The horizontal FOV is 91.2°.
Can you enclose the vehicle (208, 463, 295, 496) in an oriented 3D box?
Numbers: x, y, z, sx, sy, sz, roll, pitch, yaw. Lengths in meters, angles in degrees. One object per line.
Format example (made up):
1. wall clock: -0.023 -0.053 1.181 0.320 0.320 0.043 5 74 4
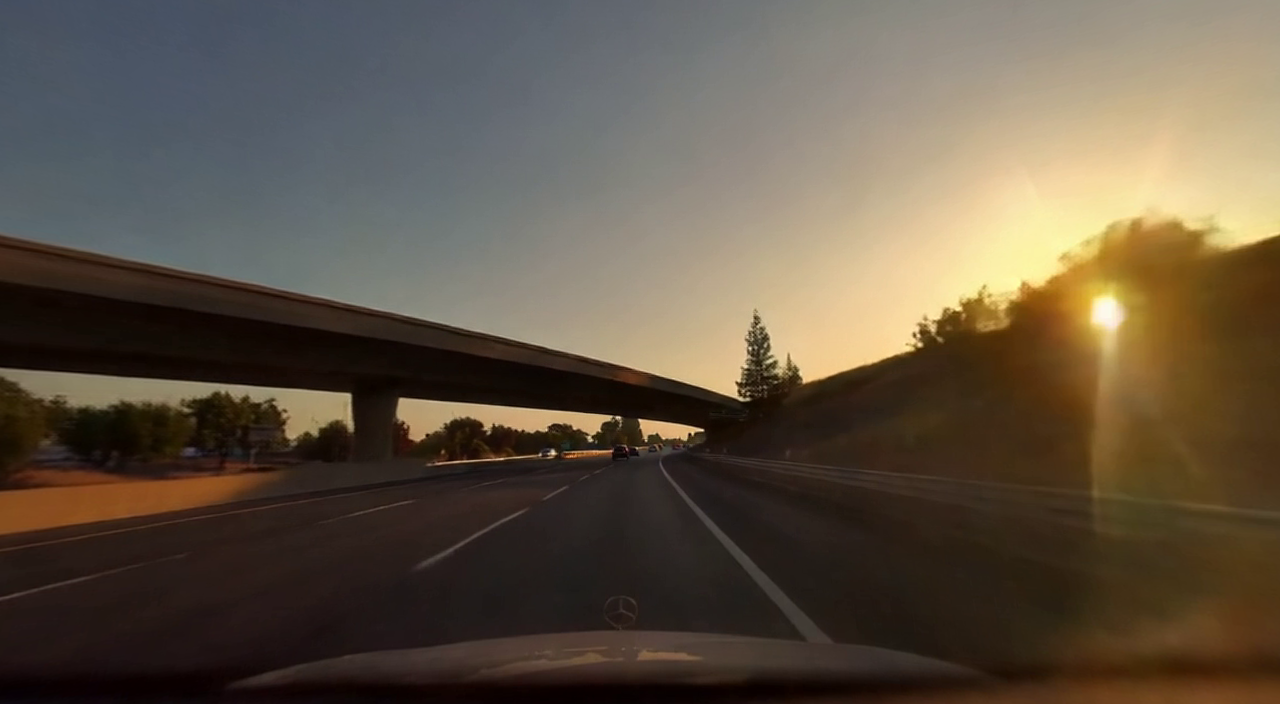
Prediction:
1. vehicle: -20.838 6.835 33.810 1.872 1.532 4.234 -1 -9 1
